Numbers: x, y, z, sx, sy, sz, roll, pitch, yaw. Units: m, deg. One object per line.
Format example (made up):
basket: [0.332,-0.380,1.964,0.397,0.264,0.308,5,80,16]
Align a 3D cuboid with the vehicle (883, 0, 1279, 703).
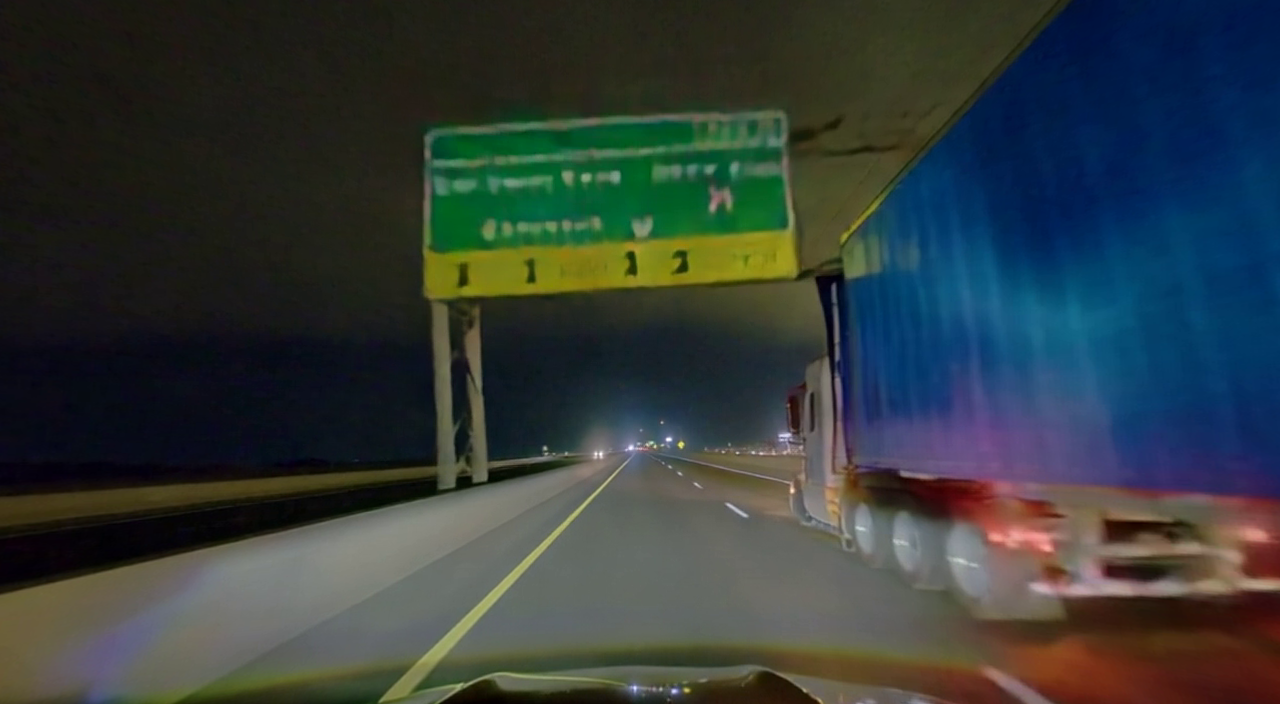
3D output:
vehicle: [4.187,-0.645,0.340,2.937,4.082,12.918,0,-9,0]
